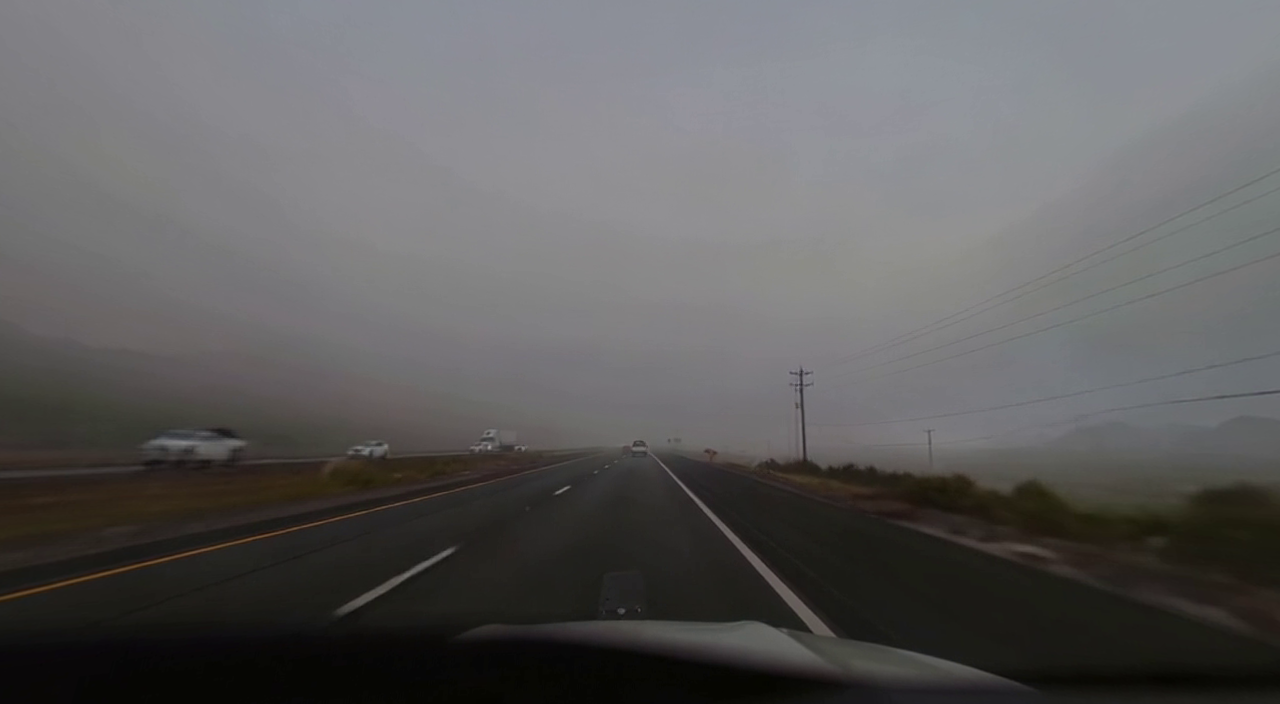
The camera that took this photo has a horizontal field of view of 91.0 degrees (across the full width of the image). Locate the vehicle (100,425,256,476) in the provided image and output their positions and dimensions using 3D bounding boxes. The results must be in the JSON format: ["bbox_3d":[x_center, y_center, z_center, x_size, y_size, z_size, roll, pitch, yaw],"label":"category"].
[{"bbox_3d":[-21.079,4.560,29.265,2.456,2.091,6.163,0,-8,1],"label":"vehicle"}]
